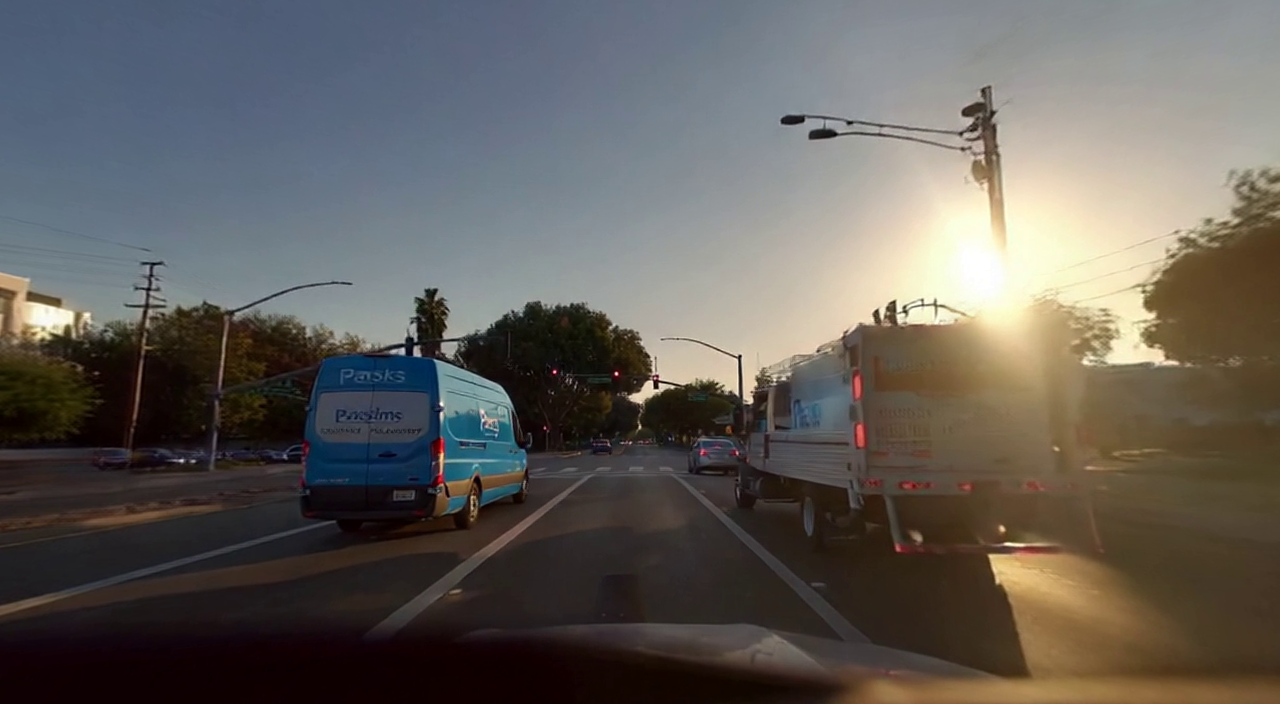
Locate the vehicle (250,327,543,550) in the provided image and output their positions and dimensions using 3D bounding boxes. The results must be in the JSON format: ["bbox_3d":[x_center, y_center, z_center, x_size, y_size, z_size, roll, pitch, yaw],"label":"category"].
[{"bbox_3d":[-3.540,1.555,11.220,2.443,2.784,6.493,0,-9,1],"label":"vehicle"}]

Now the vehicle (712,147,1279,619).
[{"bbox_3d":[3.155,0.873,9.580,2.861,3.525,9.858,0,-9,0],"label":"vehicle"}]

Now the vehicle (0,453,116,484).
[{"bbox_3d":[-31.071,6.159,33.527,4.535,1.467,2.021,4,-9,-27],"label":"vehicle"}]

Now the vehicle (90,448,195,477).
[{"bbox_3d":[-30.909,6.868,39.463,4.811,1.675,1.875,5,-10,-30],"label":"vehicle"}]
